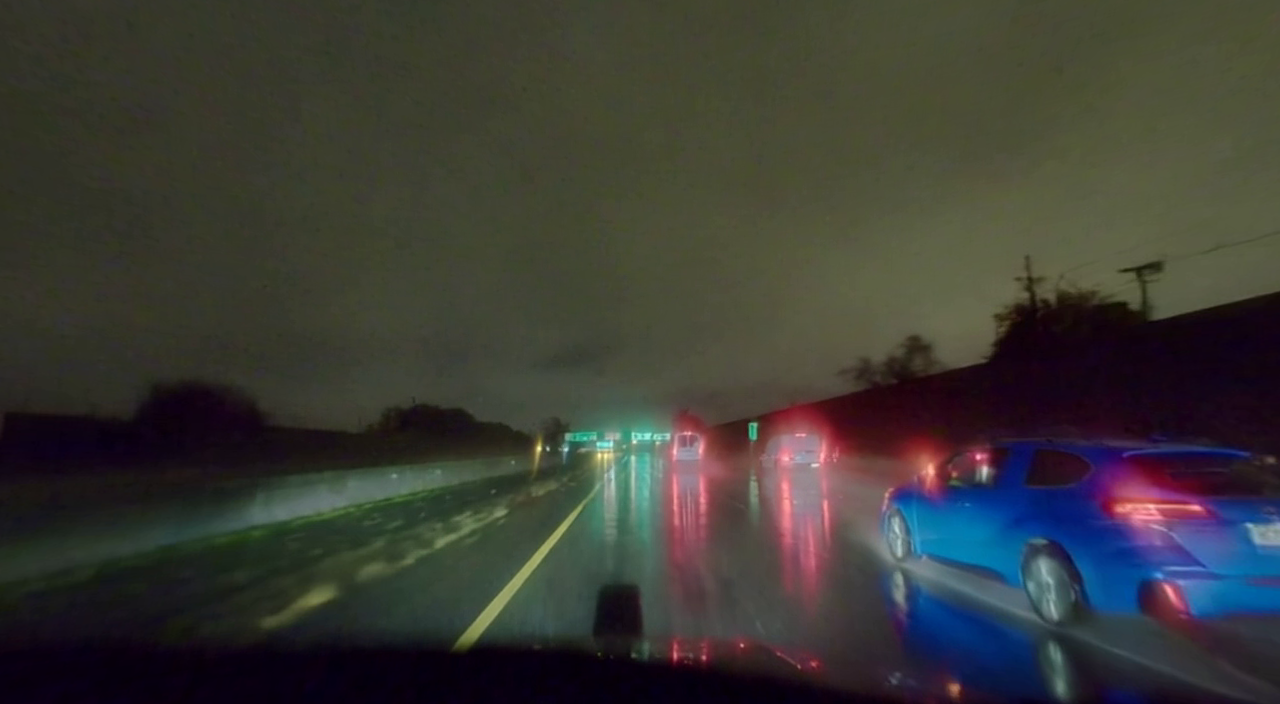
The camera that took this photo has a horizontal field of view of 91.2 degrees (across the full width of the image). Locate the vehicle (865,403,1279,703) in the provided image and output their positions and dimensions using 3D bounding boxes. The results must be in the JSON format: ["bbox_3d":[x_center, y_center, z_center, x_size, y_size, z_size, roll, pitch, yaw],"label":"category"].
[{"bbox_3d":[3.624,1.360,5.019,2.002,1.604,4.265,0,-9,0],"label":"vehicle"}]
